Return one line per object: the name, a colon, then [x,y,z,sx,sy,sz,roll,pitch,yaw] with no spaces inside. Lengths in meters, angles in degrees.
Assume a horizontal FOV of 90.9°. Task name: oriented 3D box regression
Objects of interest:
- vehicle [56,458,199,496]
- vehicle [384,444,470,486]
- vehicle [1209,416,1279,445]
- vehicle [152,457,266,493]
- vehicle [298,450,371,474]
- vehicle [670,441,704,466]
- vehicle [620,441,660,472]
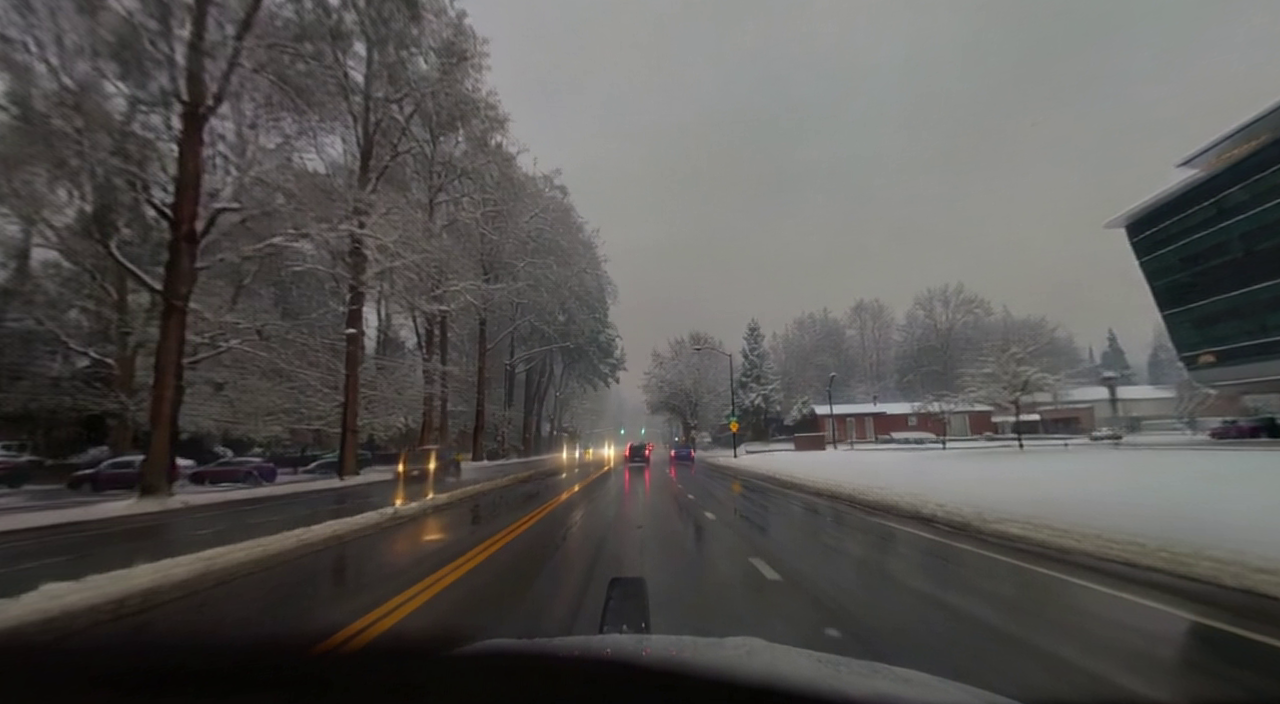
vehicle: [-21.944,5.352,27.169,4.243,1.478,2.035,1,-8,-6]
vehicle: [-9.706,5.165,29.270,2.064,1.722,5.226,0,-8,1]
vehicle: [36.921,4.696,37.634,3.877,1.652,1.989,0,-8,1]
vehicle: [-21.756,6.190,31.952,4.351,1.432,2.037,-3,-8,1]
vehicle: [-22.351,8.062,46.236,4.330,1.656,2.001,-1,-8,3]
vehicle: [3.394,7.442,46.364,2.189,1.766,4.495,0,-8,0]
vehicle: [0.036,5.791,35.084,2.109,1.612,3.963,0,-8,1]
